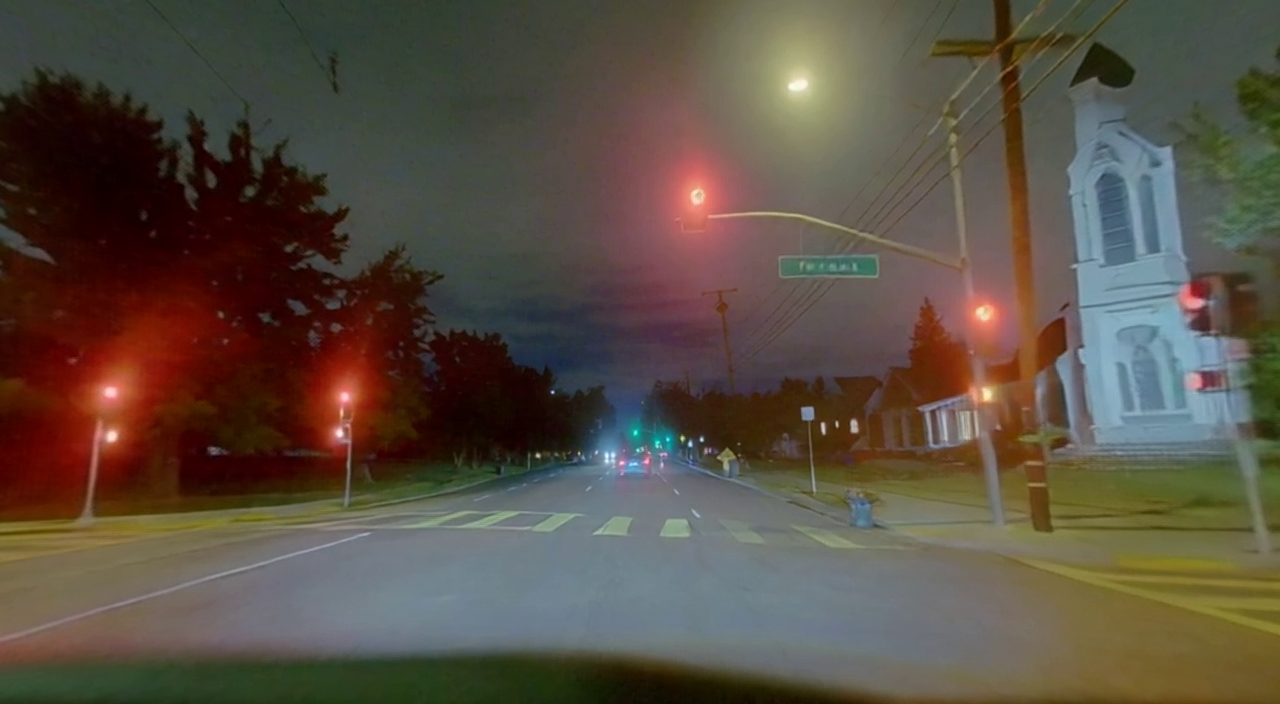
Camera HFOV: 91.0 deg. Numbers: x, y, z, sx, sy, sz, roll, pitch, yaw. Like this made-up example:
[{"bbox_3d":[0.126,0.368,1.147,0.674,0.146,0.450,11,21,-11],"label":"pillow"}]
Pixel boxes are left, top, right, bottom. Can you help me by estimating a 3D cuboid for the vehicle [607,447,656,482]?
[{"bbox_3d":[-0.388,5.127,28.954,2.093,1.497,4.010,0,-9,-1],"label":"vehicle"}]
